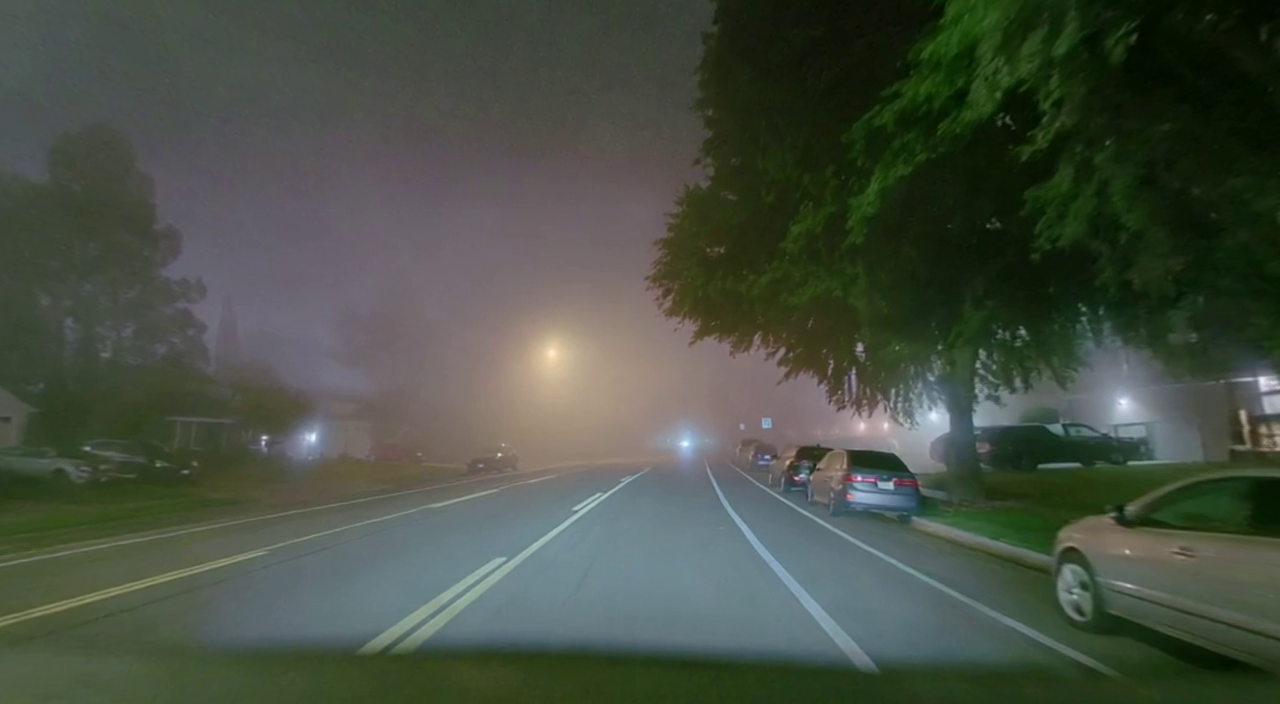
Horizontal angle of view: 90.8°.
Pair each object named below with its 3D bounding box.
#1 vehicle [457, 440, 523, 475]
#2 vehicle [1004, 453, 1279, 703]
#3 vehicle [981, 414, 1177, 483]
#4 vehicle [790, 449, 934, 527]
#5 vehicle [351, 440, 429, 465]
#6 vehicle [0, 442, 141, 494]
[{"bbox_3d":[-8.362,5.961,35.778,2.093,1.767,5.120,-2,-9,5],"label":"vehicle"},{"bbox_3d":[4.271,1.310,3.394,1.925,1.445,4.554,0,-8,0],"label":"vehicle"},{"bbox_3d":[14.451,3.223,21.107,4.704,1.942,2.207,-3,-9,4],"label":"vehicle"},{"bbox_3d":[4.664,2.875,14.012,1.911,1.395,4.362,0,-8,4],"label":"vehicle"},{"bbox_3d":[-17.085,6.876,43.334,4.509,1.698,1.890,-1,-8,6],"label":"vehicle"},{"bbox_3d":[-18.543,3.597,19.795,4.245,1.512,1.957,0,-8,5],"label":"vehicle"}]
